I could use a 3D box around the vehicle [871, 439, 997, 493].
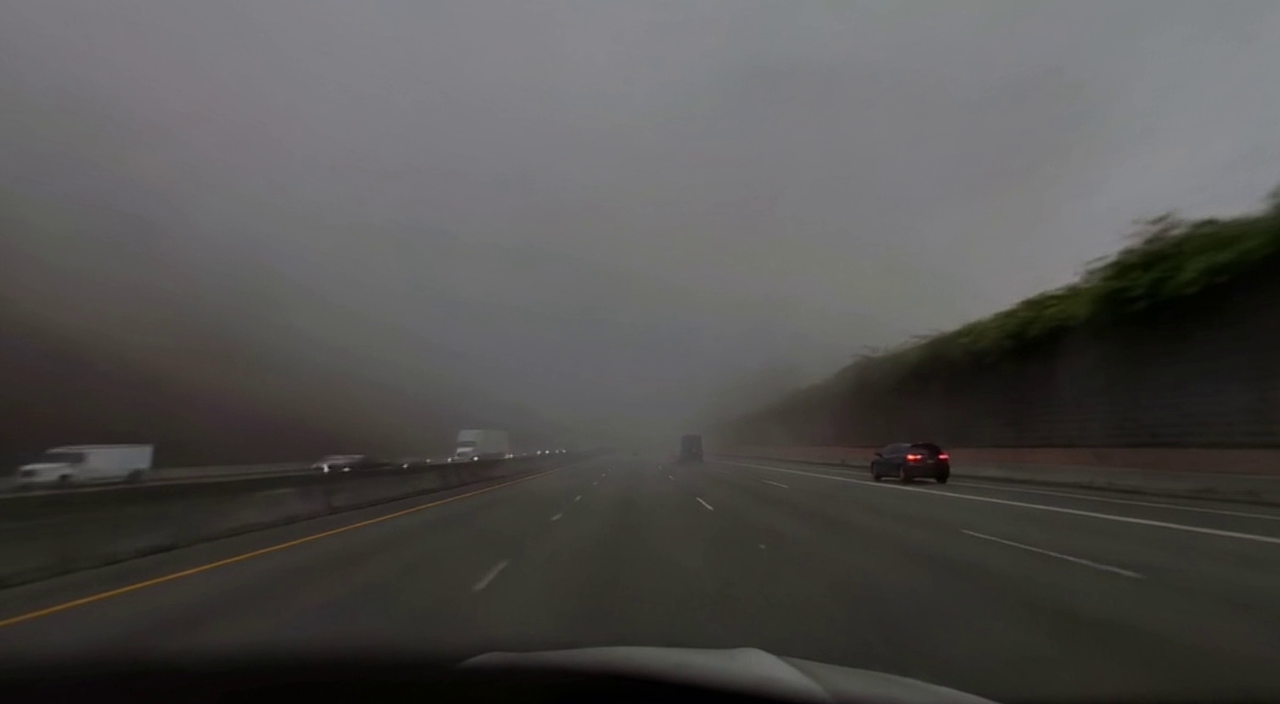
[{"bbox_3d":[9.901,3.860,21.694,1.950,1.632,4.845,0,-9,0],"label":"vehicle"}]

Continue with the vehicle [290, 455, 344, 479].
[{"bbox_3d":[-23.791,8.454,46.527,1.899,1.625,4.527,0,-9,-4],"label":"vehicle"}]

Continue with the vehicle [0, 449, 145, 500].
[{"bbox_3d":[-25.907,5.522,28.946,2.226,2.108,5.262,0,-9,-5],"label":"vehicle"}]
